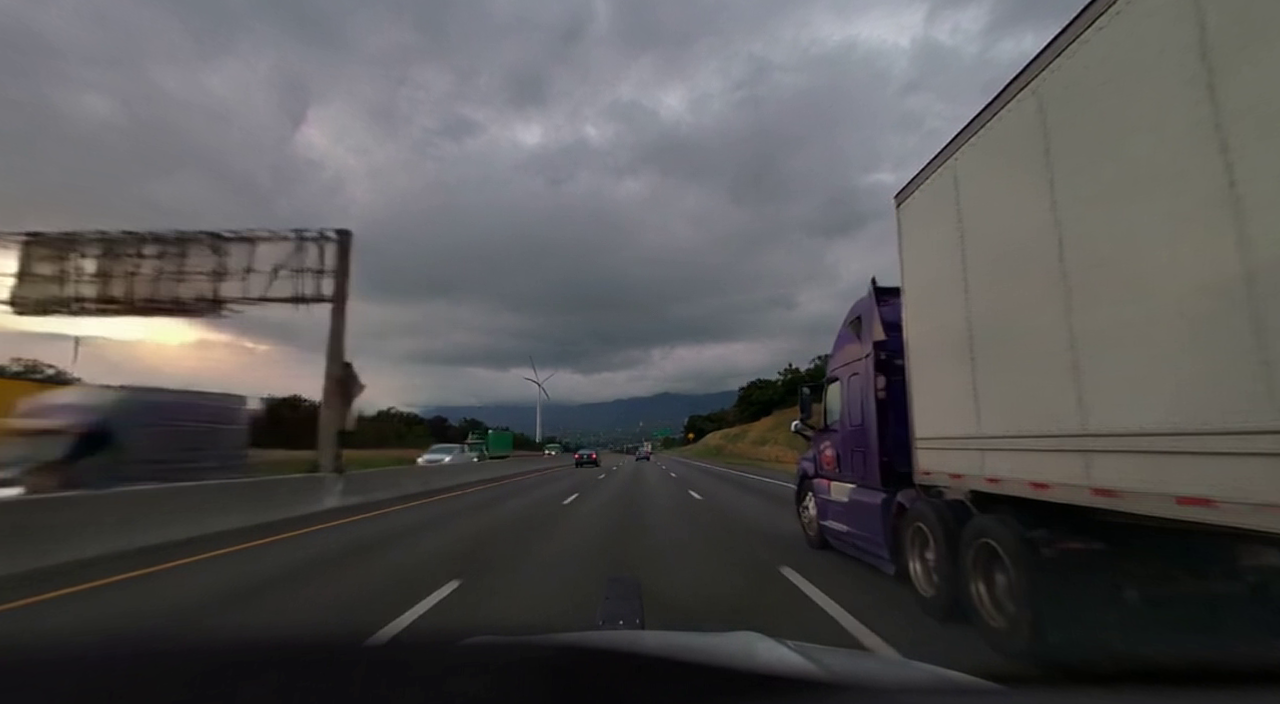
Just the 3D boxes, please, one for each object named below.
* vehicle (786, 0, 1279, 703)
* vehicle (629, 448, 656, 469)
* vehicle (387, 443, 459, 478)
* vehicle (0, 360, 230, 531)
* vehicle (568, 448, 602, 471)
[{"bbox_3d":[3.700,0.341,6.236,2.983,3.940,5.919,0,-9,0],"label":"vehicle"},{"bbox_3d":[0.149,7.919,47.032,1.931,1.453,3.695,0,-9,0],"label":"vehicle"},{"bbox_3d":[-11.772,5.919,34.665,2.113,1.770,4.939,0,-9,1],"label":"vehicle"},{"bbox_3d":[-11.869,1.927,12.841,2.445,2.805,6.838,0,-9,-1],"label":"vehicle"},{"bbox_3d":[-3.841,7.521,44.363,1.952,1.521,4.095,0,-9,1],"label":"vehicle"}]
